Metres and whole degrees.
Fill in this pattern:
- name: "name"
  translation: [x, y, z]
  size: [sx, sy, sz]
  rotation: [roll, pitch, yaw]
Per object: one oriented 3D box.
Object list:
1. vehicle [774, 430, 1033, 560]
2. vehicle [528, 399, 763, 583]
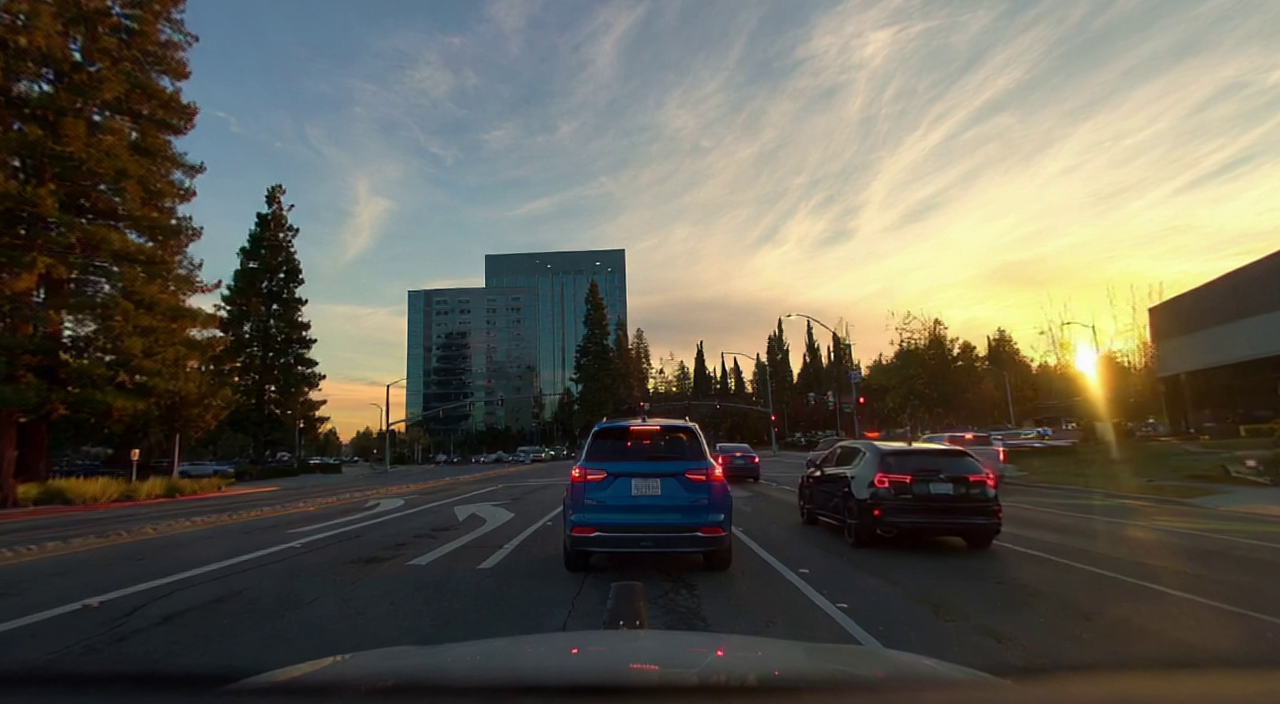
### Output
- name: "vehicle"
  translation: [3.508, 1.985, 9.504]
  size: [1.997, 1.471, 4.321]
  rotation: [0, -9, 0]
- name: "vehicle"
  translation: [0.055, 1.656, 8.254]
  size: [2.266, 1.762, 4.131]
  rotation: [0, -9, 0]
